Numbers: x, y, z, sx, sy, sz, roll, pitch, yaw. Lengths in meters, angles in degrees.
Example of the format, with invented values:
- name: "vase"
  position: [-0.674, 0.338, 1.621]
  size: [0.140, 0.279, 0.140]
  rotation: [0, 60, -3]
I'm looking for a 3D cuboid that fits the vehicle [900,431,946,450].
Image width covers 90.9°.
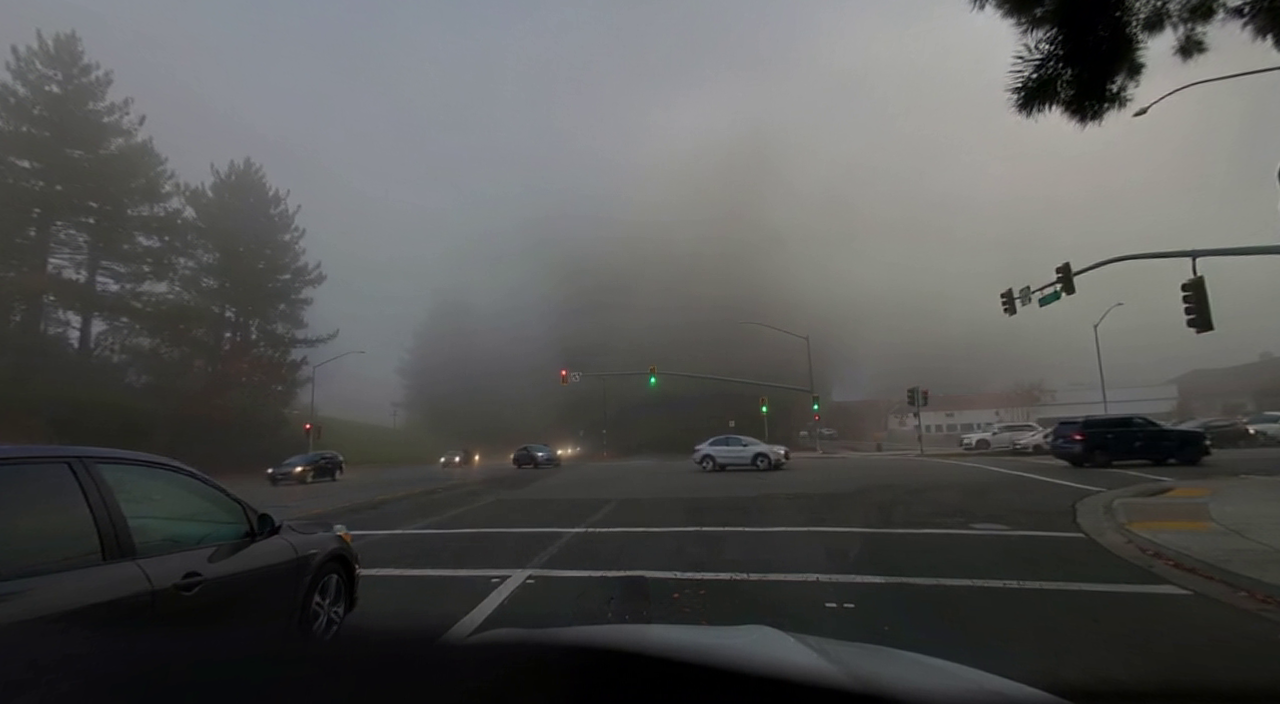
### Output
- name: "vehicle"
  position: [22.431, 6.992, 49.851]
  size: [1.930, 1.410, 4.313]
  rotation: [-8, -12, 43]

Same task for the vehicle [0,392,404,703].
- name: "vehicle"
  position: [-2.948, 0.991, 2.745]
  size: [1.924, 1.482, 4.734]
  rotation: [0, -8, 1]

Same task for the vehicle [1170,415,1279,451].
- name: "vehicle"
  position: [26.855, 3.654, 28.418]
  size: [4.240, 1.540, 1.944]
  rotation: [0, -8, -4]

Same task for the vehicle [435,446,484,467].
- name: "vehicle"
  position: [-13.543, 7.852, 47.587]
  size: [1.921, 1.480, 4.652]
  rotation: [-1, -8, 5]

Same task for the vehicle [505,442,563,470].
- name: "vehicle"
  position: [-6.005, 5.778, 35.358]
  size: [1.841, 1.450, 4.364]
  rotation: [4, -10, -29]

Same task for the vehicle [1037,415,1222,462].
- name: "vehicle"
  position: [18.561, 3.340, 24.145]
  size: [5.268, 1.687, 1.942]
  rotation: [-1, -9, 4]

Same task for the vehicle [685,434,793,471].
- name: "vehicle"
  position: [4.293, 4.359, 27.482]
  size: [4.180, 1.478, 1.986]
  rotation: [-5, -10, 28]
